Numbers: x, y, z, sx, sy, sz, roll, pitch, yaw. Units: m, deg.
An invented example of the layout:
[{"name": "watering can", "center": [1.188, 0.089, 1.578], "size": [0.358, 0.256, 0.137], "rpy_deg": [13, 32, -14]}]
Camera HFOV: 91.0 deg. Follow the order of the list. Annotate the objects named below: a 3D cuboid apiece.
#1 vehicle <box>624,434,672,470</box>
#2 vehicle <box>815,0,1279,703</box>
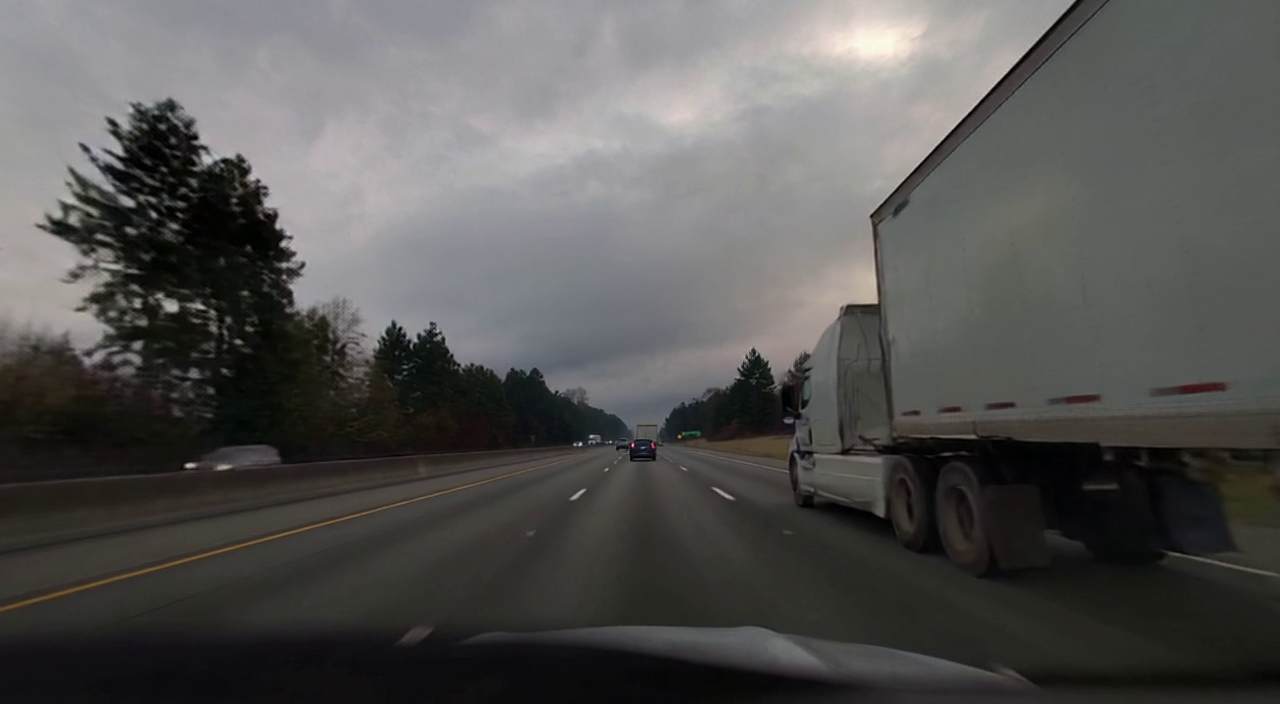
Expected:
[{"name": "vehicle", "center": [0.346, 4.760, 30.145], "size": [2.139, 1.607, 4.034], "rpy_deg": [0, -8, 0]}, {"name": "vehicle", "center": [4.039, -0.508, 1.635], "size": [3.005, 4.131, 14.221], "rpy_deg": [0, -8, 0]}]
